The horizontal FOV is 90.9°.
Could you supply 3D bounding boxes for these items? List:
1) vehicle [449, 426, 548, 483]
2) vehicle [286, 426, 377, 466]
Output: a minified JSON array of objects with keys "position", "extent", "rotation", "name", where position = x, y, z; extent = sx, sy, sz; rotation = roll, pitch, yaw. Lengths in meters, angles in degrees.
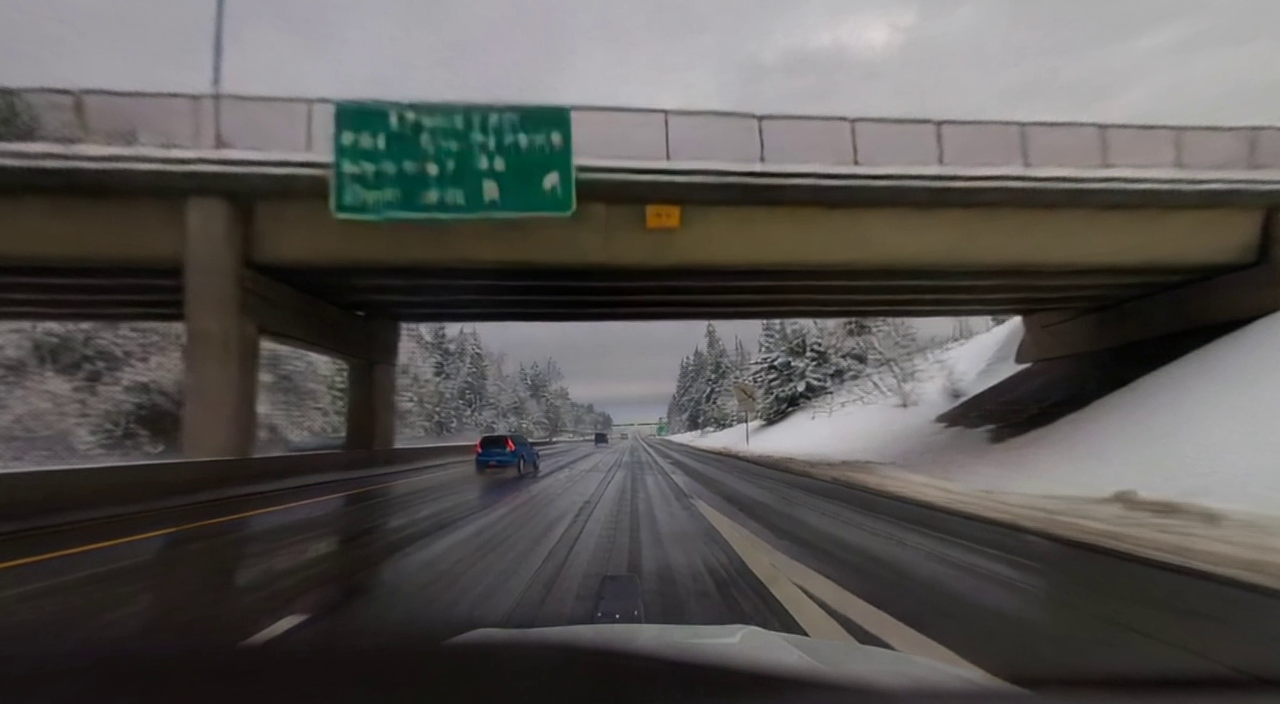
[{"position":[-4.361,3.223,20.265],"extent":[2.086,1.624,4.607],"rotation":[0,-8,0],"name":"vehicle"},{"position":[-13.653,4.178,28.190],"extent":[1.945,1.625,4.197],"rotation":[0,-8,0],"name":"vehicle"}]
